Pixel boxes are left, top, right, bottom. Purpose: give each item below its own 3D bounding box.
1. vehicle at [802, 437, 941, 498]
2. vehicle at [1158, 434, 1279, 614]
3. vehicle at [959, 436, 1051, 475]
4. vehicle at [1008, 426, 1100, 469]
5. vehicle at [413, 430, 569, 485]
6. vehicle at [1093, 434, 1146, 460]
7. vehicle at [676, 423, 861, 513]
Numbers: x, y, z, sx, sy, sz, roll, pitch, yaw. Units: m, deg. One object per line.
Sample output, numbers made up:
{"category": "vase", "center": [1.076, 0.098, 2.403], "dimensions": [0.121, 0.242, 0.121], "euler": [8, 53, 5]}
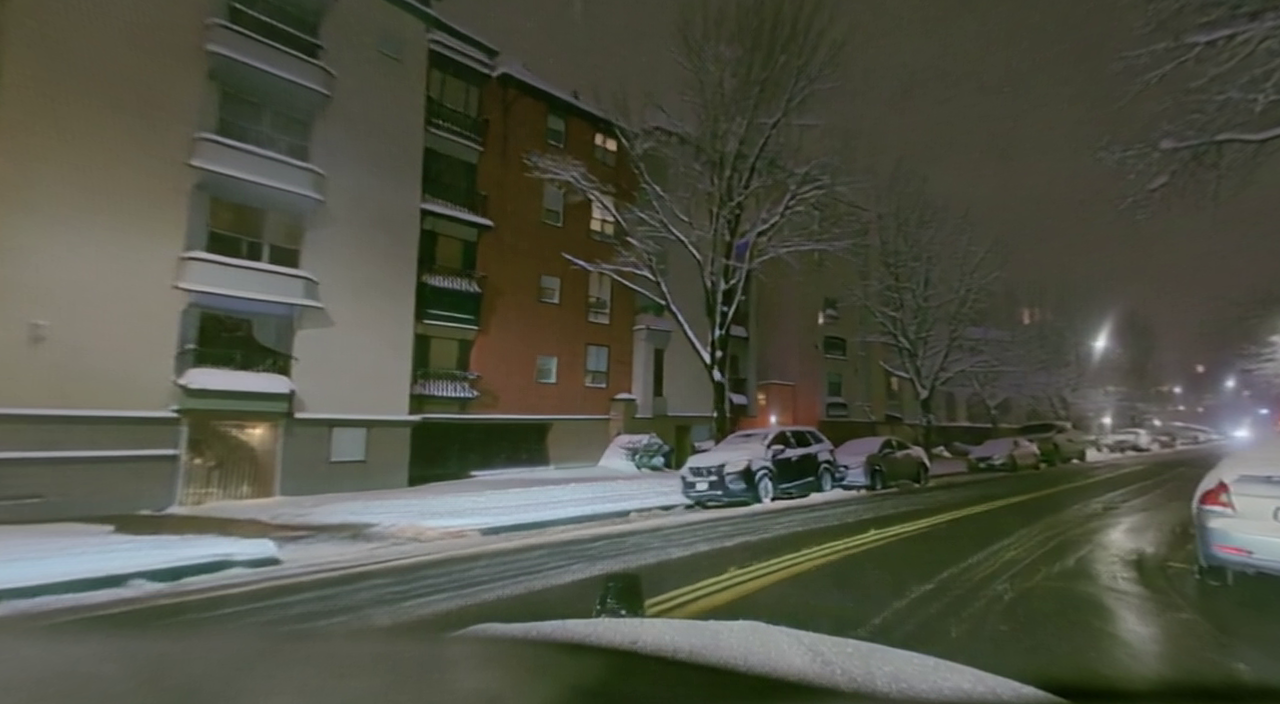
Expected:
{"category": "vehicle", "center": [6.781, 3.228, 18.201], "dimensions": [1.902, 1.478, 4.696], "euler": [-9, -11, 44]}
{"category": "vehicle", "center": [7.050, 1.575, 6.428], "dimensions": [4.634, 1.424, 1.966], "euler": [8, -11, -42]}
{"category": "vehicle", "center": [15.233, 4.277, 26.287], "dimensions": [4.313, 1.463, 1.921], "euler": [7, -11, -41]}
{"category": "vehicle", "center": [20.067, 4.583, 30.479], "dimensions": [5.791, 1.869, 2.229], "euler": [6, -12, -43]}
{"category": "vehicle", "center": [-4.402, 3.194, 19.489], "dimensions": [1.812, 1.458, 4.714], "euler": [-5, -10, 32]}
{"category": "vehicle", "center": [30.532, 6.021, 40.181], "dimensions": [1.939, 1.513, 4.401], "euler": [-8, -12, 44]}
{"category": "vehicle", "center": [3.128, 2.629, 14.825], "dimensions": [4.584, 1.744, 1.946], "euler": [8, -12, -44]}
